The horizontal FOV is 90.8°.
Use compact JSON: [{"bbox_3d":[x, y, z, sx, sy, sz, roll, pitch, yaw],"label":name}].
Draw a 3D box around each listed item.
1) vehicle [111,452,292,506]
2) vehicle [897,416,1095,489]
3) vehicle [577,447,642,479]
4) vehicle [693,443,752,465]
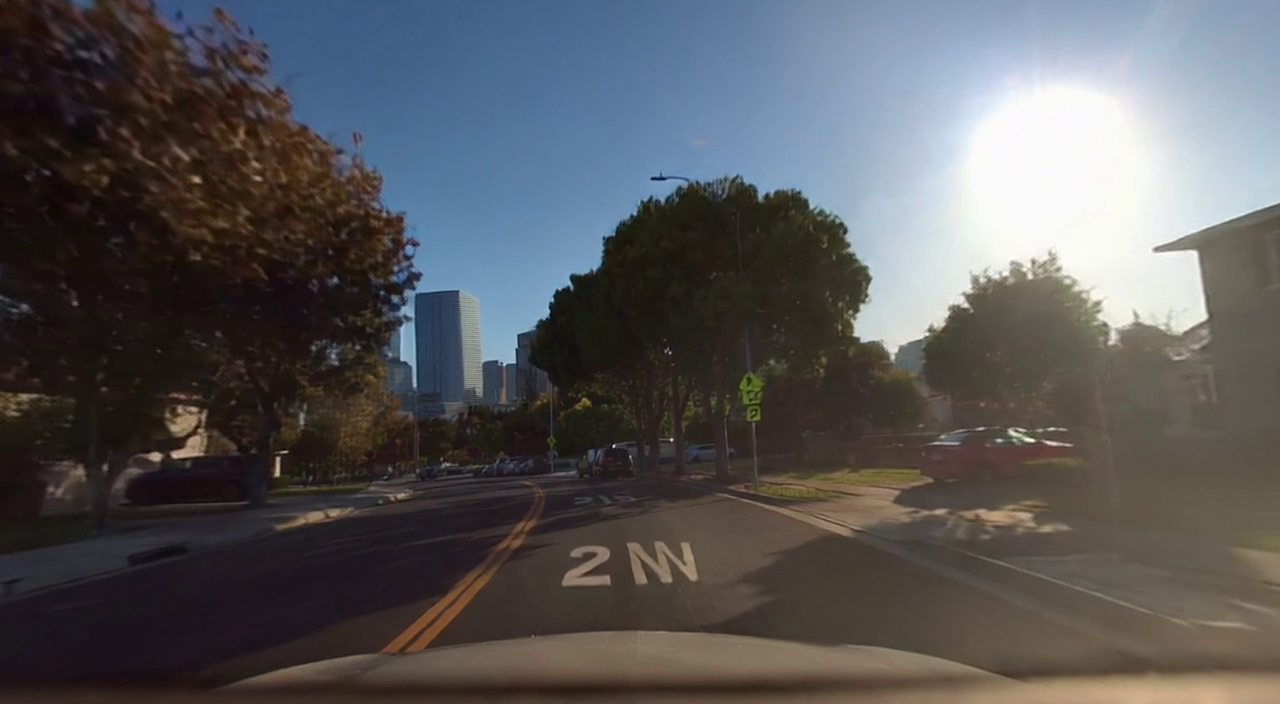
[{"bbox_3d":[-14.676,4.251,21.515,4.664,1.580,1.973,3,-9,-22],"label":"vehicle"},{"bbox_3d":[9.312,2.612,16.616,4.284,1.522,1.893,-1,-8,-16],"label":"vehicle"},{"bbox_3d":[-1.702,5.778,33.125,2.181,1.494,5.023,2,-9,-17],"label":"vehicle"},{"bbox_3d":[6.072,7.468,46.468,4.253,1.458,1.900,6,-11,-40],"label":"vehicle"}]
